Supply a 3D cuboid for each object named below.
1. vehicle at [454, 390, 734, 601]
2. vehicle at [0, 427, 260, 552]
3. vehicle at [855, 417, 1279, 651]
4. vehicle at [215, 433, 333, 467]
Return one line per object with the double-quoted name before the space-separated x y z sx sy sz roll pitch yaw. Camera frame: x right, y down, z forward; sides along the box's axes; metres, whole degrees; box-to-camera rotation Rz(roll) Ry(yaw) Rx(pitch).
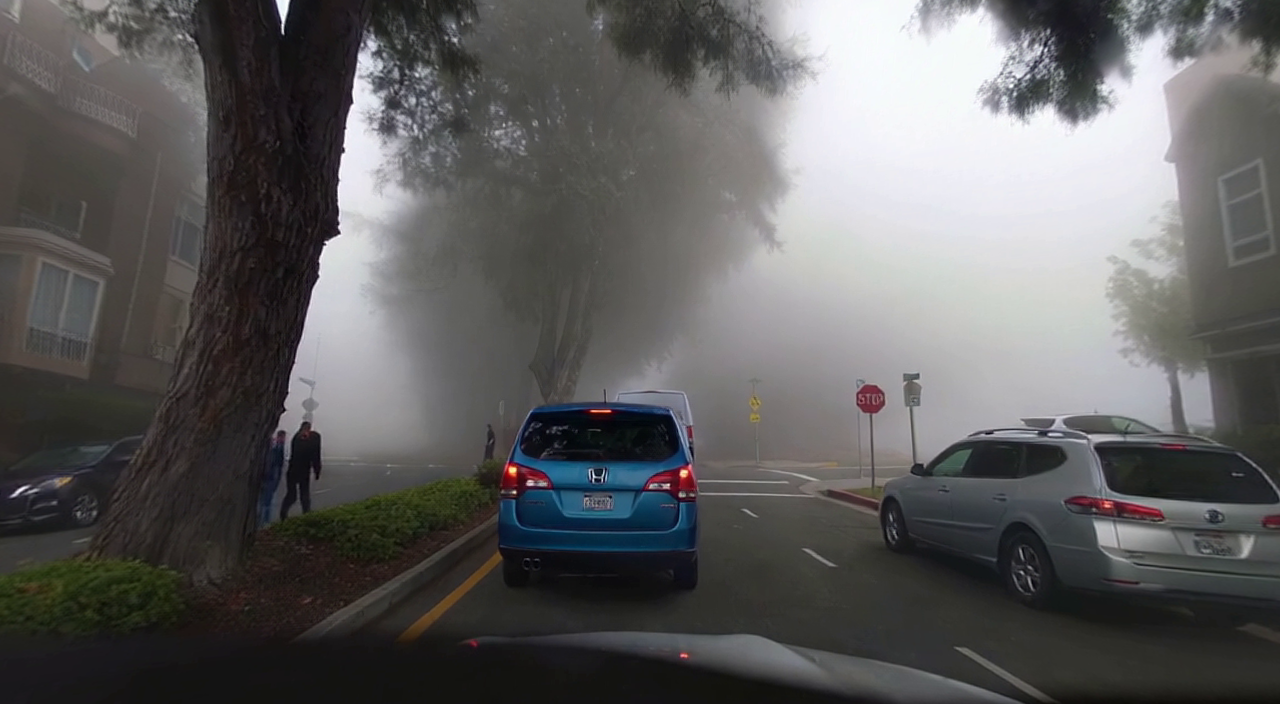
"vehicle" -0.402 1.569 7.768 2.377 1.787 4.652 0 -8 0
"vehicle" -8.293 2.020 10.055 1.825 1.532 4.083 -3 -7 2
"vehicle" 4.217 1.680 6.908 1.959 1.581 4.731 4 -9 -2
"vehicle" -17.177 4.621 29.702 4.387 1.495 1.811 1 -8 -3
